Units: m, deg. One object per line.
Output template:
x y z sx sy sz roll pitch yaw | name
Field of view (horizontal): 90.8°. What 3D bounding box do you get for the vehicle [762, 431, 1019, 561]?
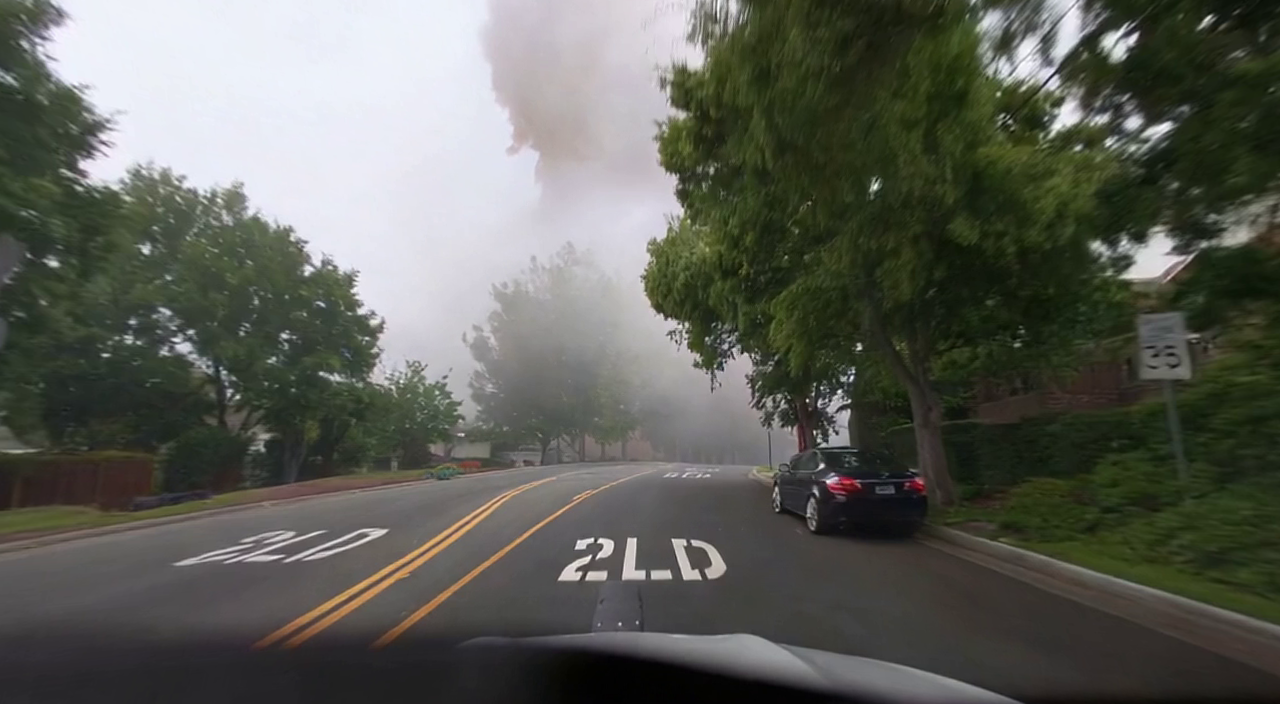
3.360 2.010 9.681 1.965 1.486 4.582 0 -8 -1 | vehicle
